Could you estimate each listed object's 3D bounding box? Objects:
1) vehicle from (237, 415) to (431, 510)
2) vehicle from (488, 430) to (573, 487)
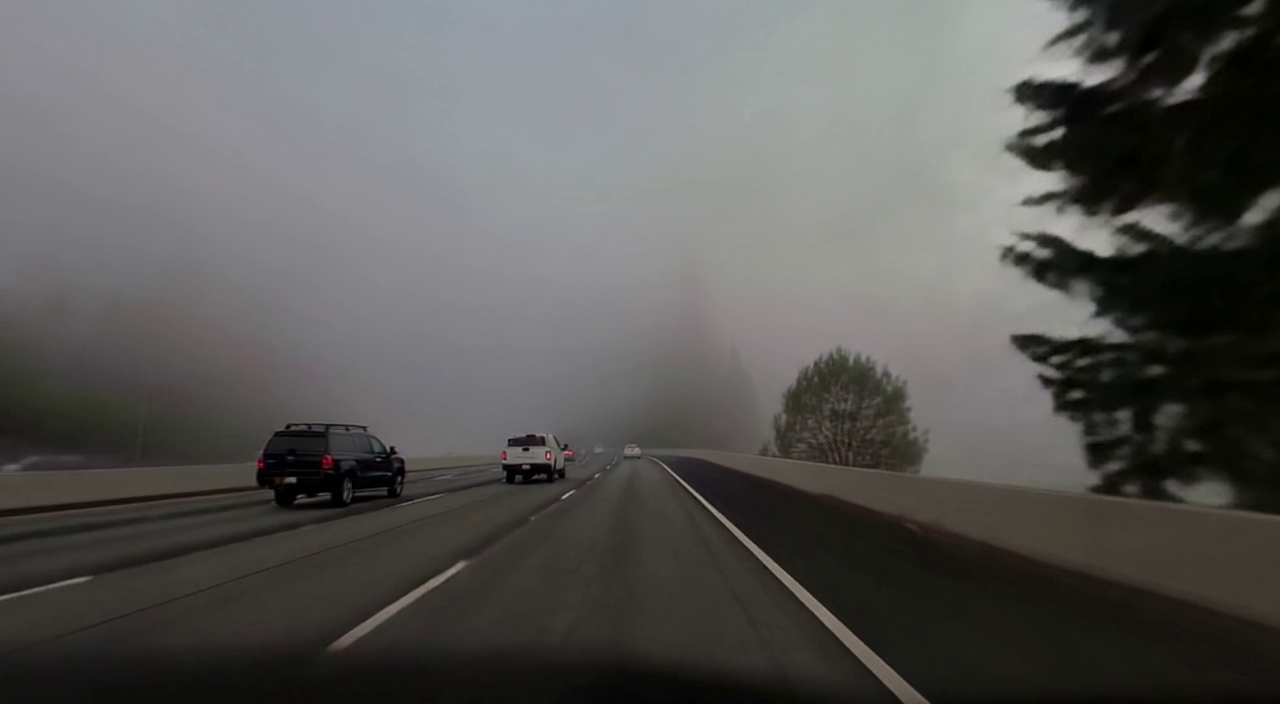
[{"bbox_3d":[-7.276,2.706,15.781,2.160,1.949,5.293,0,-9,0],"label":"vehicle"},{"bbox_3d":[-3.768,3.785,22.603,2.142,1.789,5.009,0,-9,0],"label":"vehicle"}]
